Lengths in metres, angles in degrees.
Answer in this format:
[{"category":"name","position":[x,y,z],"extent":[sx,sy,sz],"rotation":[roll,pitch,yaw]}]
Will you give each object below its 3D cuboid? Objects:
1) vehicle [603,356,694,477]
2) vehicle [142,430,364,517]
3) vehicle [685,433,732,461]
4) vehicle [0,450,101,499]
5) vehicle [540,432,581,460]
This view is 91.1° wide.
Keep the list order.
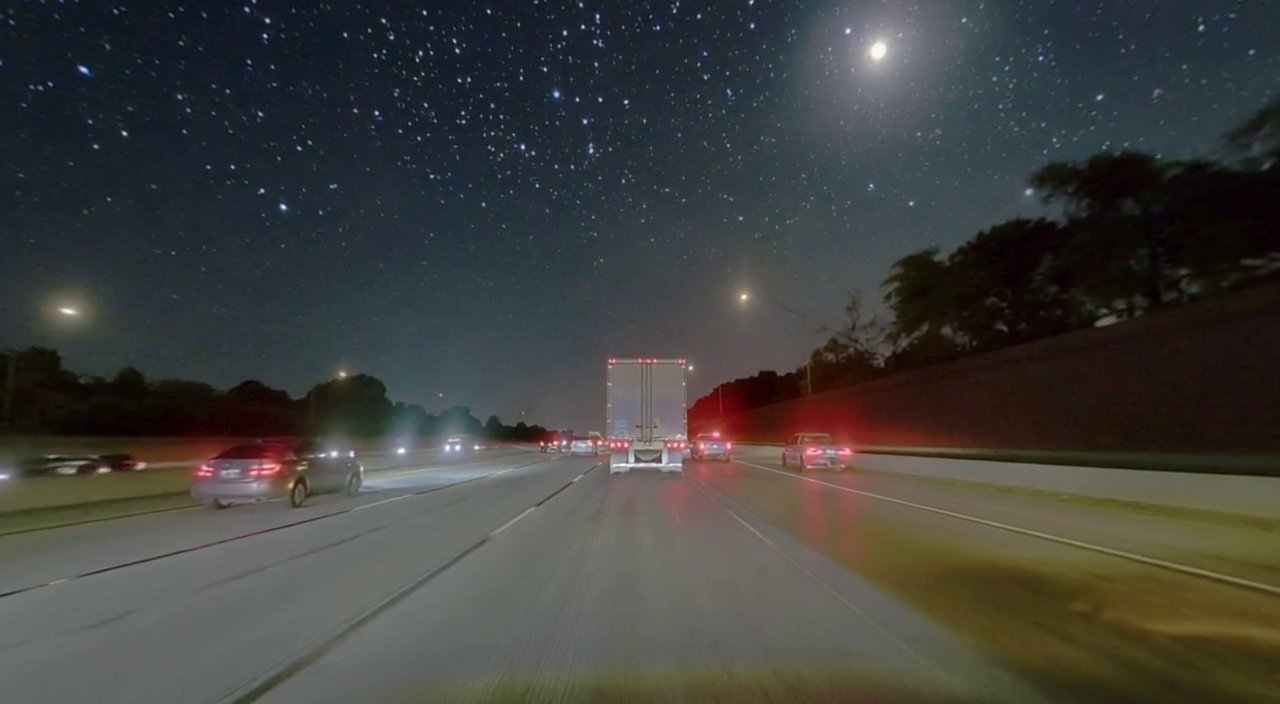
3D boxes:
[{"category":"vehicle","position":[0.050,2.787,25.569],"extent":[2.904,3.915,10.473],"rotation":[0,-8,-2]},{"category":"vehicle","position":[-7.663,2.398,13.037],"extent":[2.059,1.500,4.001],"rotation":[0,-8,-1]},{"category":"vehicle","position":[3.900,5.499,36.537],"extent":[2.044,1.508,4.716],"rotation":[0,-8,-2]},{"category":"vehicle","position":[-23.322,4.530,23.582],"extent":[1.886,1.622,4.933],"rotation":[0,-8,-1]},{"category":"vehicle","position":[-5.010,5.974,40.023],"extent":[2.134,1.650,4.133],"rotation":[0,-8,-1]}]
